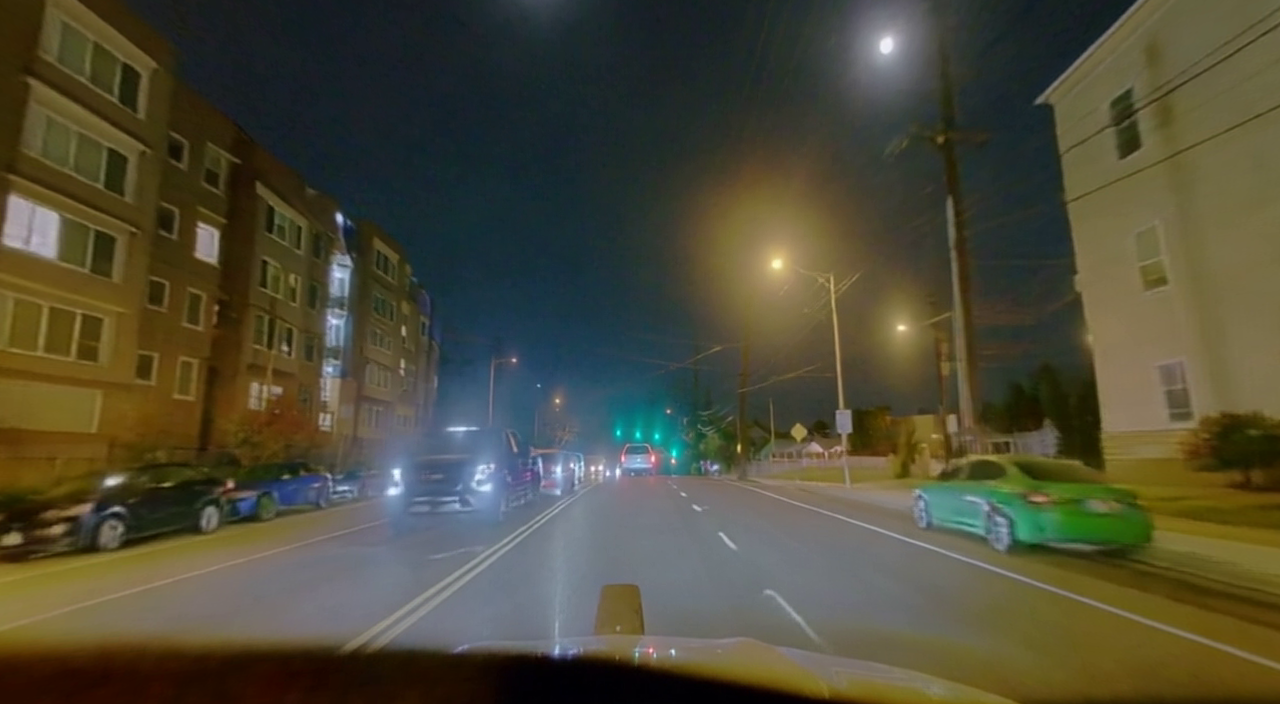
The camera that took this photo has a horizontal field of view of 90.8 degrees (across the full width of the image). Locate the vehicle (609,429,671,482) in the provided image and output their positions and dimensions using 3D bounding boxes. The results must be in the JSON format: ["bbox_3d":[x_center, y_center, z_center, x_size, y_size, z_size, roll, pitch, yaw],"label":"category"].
[{"bbox_3d":[0.050,4.233,25.747,2.308,1.940,4.125,-1,-10,1],"label":"vehicle"}]

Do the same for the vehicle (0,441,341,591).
[{"bbox_3d":[-6.239,2.000,8.712,1.917,1.467,4.653,0,-9,0],"label":"vehicle"}]

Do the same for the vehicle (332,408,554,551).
[{"bbox_3d":[-2.941,2.051,10.869,2.178,1.861,4.920,0,-9,0],"label":"vehicle"}]

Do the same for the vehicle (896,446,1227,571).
[{"bbox_3d":[6.119,2.278,10.141,1.943,1.490,4.783,1,-9,-1],"label":"vehicle"}]
